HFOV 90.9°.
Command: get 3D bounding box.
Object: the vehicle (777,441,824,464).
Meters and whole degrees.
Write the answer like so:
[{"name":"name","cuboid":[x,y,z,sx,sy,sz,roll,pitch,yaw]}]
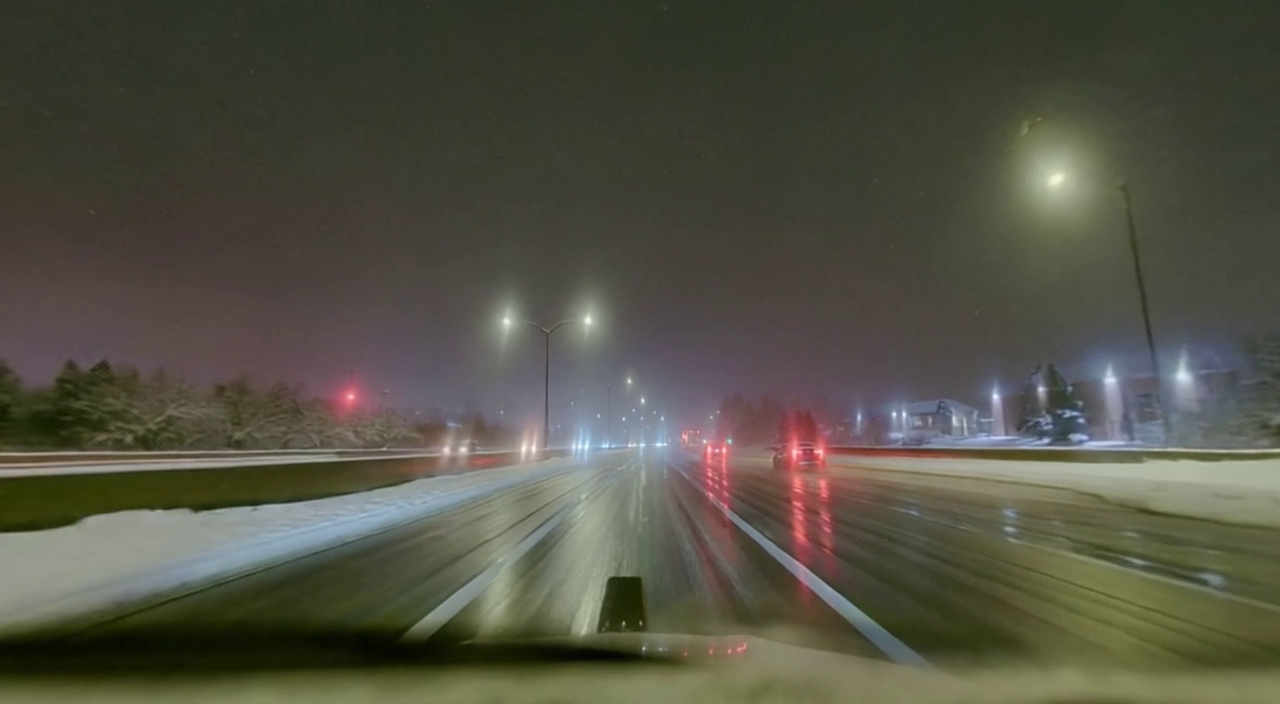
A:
[{"name":"vehicle","cuboid":[10.920,6.873,43.260,2.000,1.514,4.585,0,-9,0]}]
